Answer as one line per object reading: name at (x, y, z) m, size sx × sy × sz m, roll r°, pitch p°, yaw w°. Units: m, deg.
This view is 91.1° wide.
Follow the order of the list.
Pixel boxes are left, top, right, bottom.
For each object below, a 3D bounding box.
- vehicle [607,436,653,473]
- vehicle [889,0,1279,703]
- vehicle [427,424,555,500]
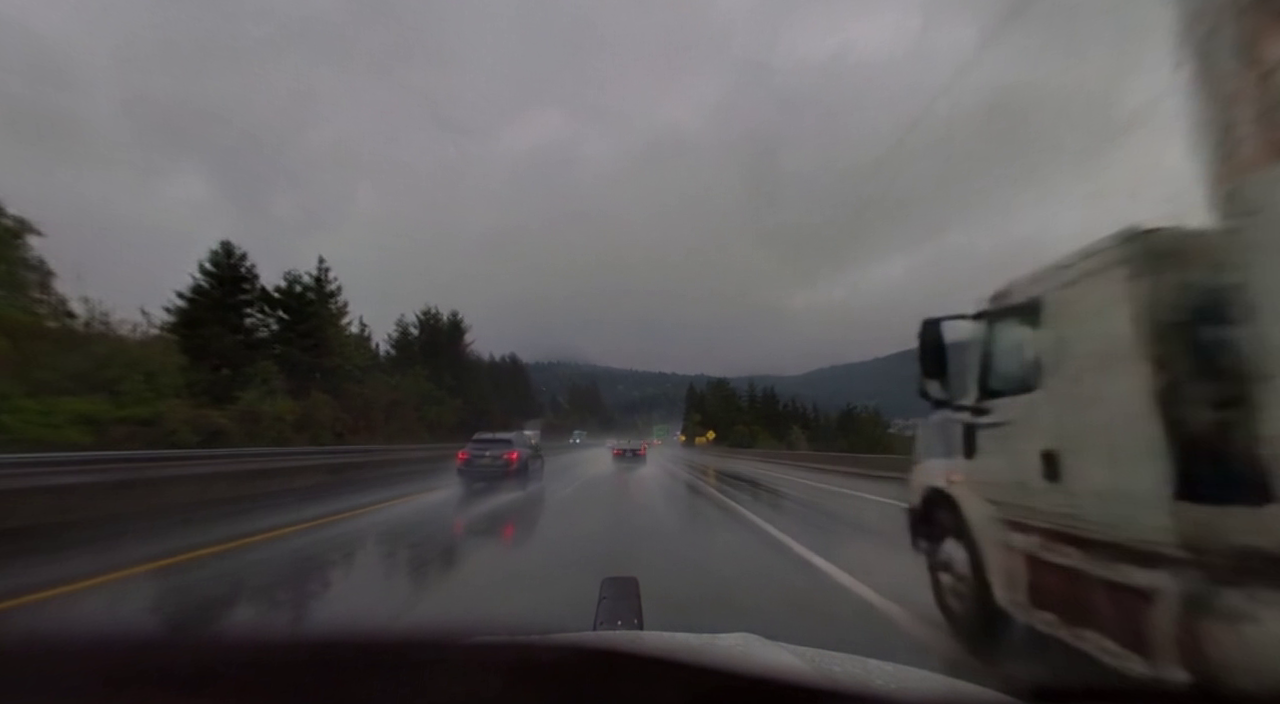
vehicle at (-0.464, 4.790, 29.614) m, size 2.048 × 1.563 × 4.087 m, roll 0°, pitch -8°, yaw -1°
vehicle at (4.015, -0.276, 2.628) m, size 3.030 × 4.048 × 6.650 m, roll 0°, pitch -8°, yaw -1°
vehicle at (-3.722, 2.848, 16.706) m, size 2.264 × 1.699 × 4.648 m, roll -1°, pitch -8°, yaw 0°
